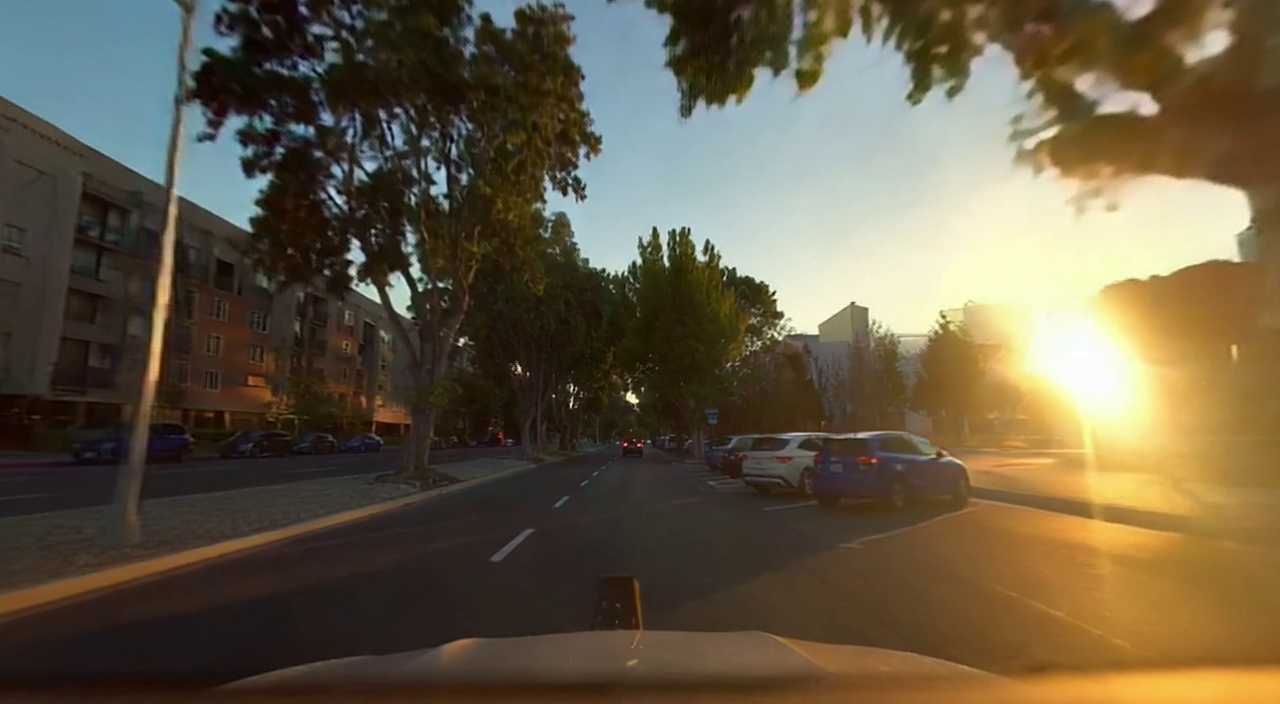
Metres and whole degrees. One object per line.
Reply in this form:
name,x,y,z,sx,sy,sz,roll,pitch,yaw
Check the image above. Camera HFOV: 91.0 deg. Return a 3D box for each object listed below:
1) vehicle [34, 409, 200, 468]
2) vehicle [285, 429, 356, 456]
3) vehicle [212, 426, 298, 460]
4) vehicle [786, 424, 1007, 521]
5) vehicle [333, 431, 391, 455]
vehicle,-18.771,3.153,22.936,1.972,1.839,4.553,3,-8,1
vehicle,-18.719,5.331,37.089,1.811,1.502,4.639,0,-8,-1
vehicle,-18.789,4.468,30.935,1.807,1.501,4.134,0,-8,-3
vehicle,4.873,2.143,11.805,4.047,1.497,1.898,5,-10,-36
vehicle,-18.980,6.236,43.196,1.869,1.494,4.833,0,-8,-2
